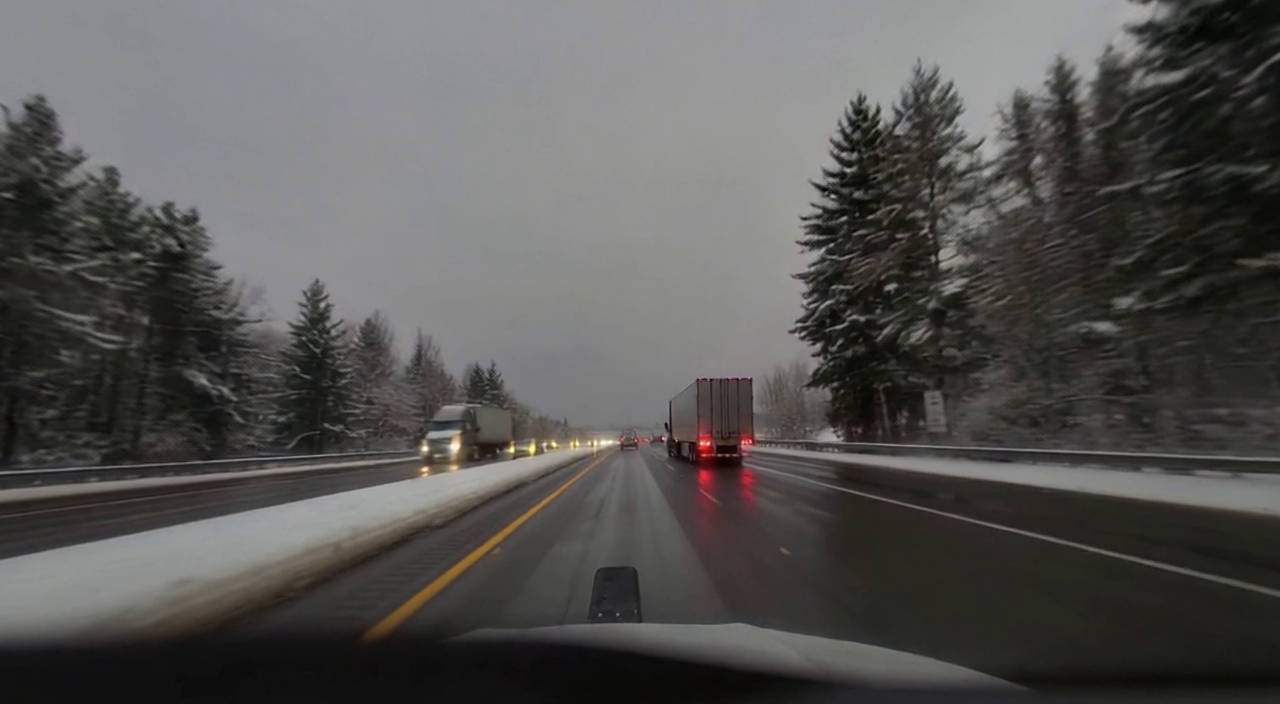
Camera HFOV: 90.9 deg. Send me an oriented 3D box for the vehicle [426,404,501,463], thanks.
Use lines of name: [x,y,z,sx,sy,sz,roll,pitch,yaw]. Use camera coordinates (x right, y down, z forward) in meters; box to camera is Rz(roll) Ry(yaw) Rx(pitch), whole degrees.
vehicle: [-13.207,6.265,48.196,2.952,4.048,10.005,0,-8,-1]

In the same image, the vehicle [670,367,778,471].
vehicle: [3.549,3.487,31.146,3.038,3.975,13.887,0,-8,-1]
